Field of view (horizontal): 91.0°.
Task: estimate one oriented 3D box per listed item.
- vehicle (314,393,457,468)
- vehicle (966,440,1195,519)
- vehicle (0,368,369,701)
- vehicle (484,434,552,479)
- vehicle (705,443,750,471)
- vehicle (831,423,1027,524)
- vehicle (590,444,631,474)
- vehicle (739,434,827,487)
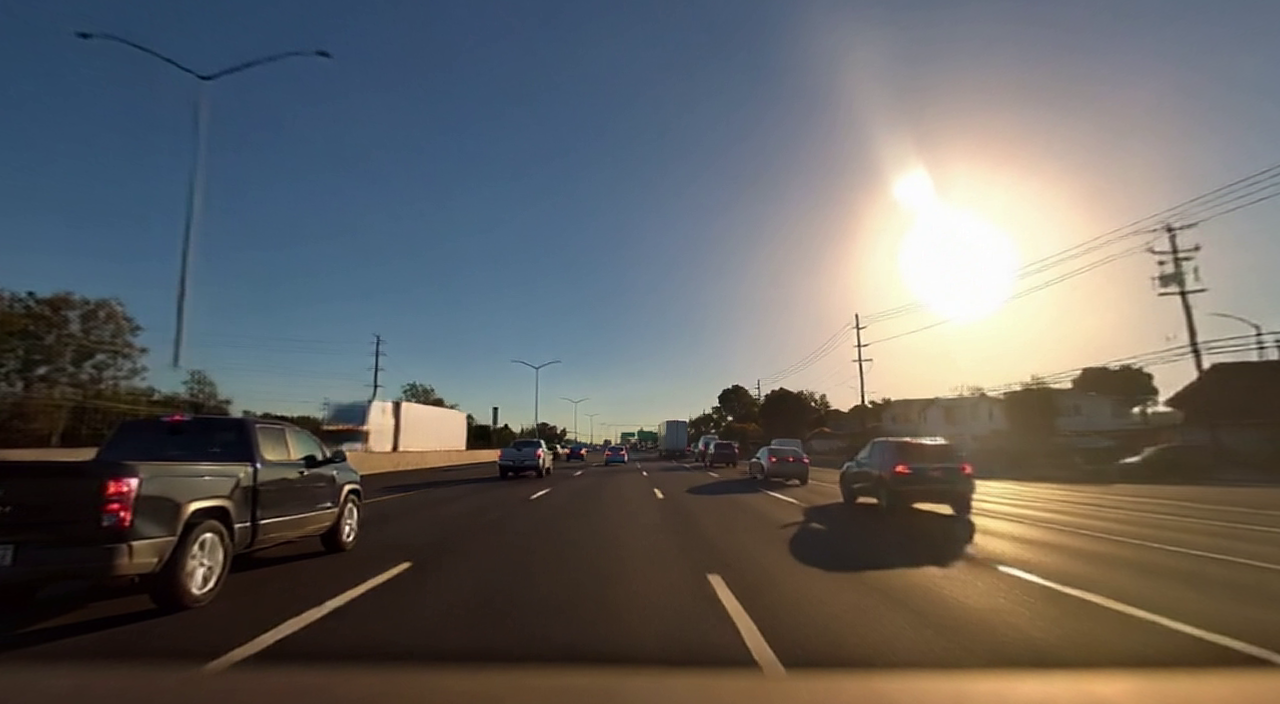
[{"bbox_3d":[-14.291,4.799,37.339,3.082,3.601,13.571,1,-9,-1],"label":"vehicle"},{"bbox_3d":[9.891,2.863,14.748,1.969,1.521,4.580,1,-9,-1],"label":"vehicle"},{"bbox_3d":[-4.367,1.247,5.428,2.127,1.705,4.374,1,-9,-1],"label":"vehicle"},{"bbox_3d":[-5.372,4.678,28.389,2.147,1.825,4.602,0,-9,0],"label":"vehicle"},{"bbox_3d":[5.246,6.334,38.162,1.978,1.607,4.245,1,-9,-2],"label":"vehicle"},{"bbox_3d":[5.587,2.392,12.884,1.977,1.705,4.078,1,-9,-1],"label":"vehicle"},{"bbox_3d":[-1.531,5.760,34.073,2.060,1.508,4.308,1,-9,-1],"label":"vehicle"},{"bbox_3d":[5.330,4.116,24.213,2.086,1.783,4.868,1,-9,-2],"label":"vehicle"}]
